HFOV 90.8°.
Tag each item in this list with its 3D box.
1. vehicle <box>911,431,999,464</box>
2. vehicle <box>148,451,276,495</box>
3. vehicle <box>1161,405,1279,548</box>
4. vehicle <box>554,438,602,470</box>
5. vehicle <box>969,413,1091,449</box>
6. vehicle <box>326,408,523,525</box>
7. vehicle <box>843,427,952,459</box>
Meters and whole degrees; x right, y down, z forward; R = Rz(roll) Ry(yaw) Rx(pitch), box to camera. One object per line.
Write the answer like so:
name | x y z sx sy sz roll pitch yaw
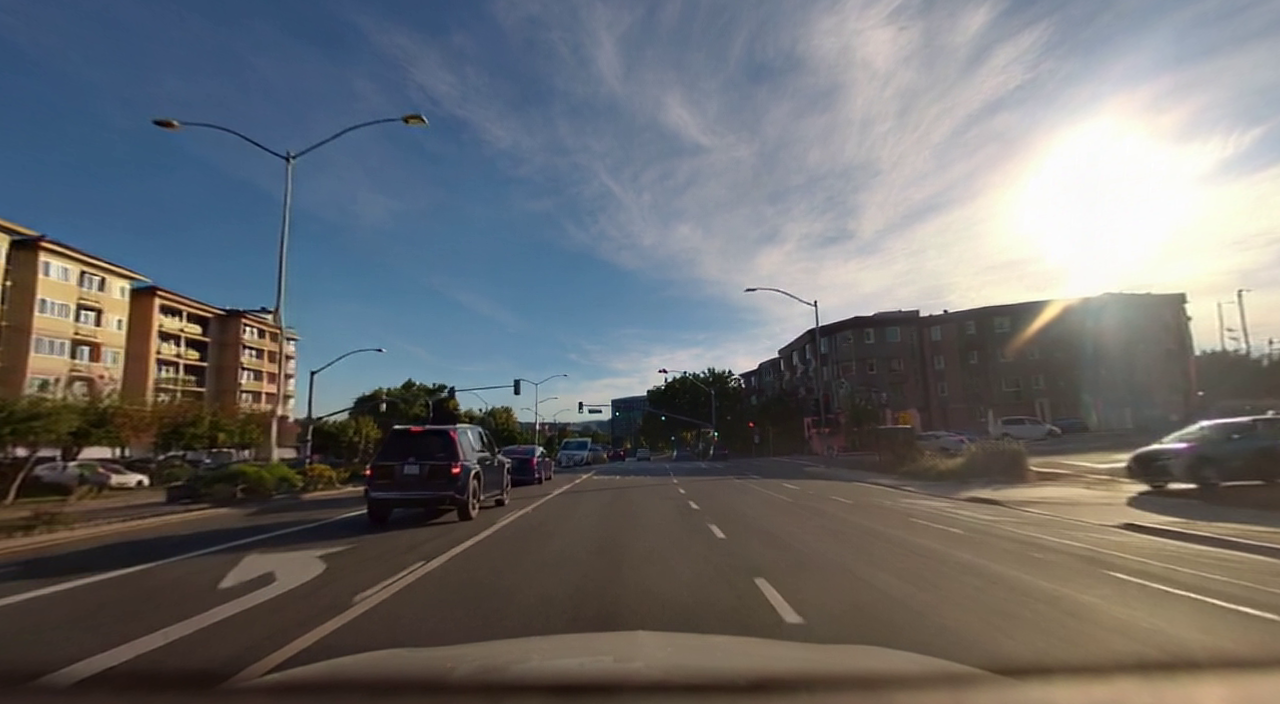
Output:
vehicle | 14.753 4.503 29.929 1.865 1.425 4.439 0 -8 0
vehicle | -15.979 4.509 23.895 1.835 1.448 4.208 0 -9 0
vehicle | 10.002 1.570 8.164 4.399 1.722 2.202 -3 -9 18
vehicle | -3.482 5.822 36.152 2.180 1.699 4.485 0 -8 1
vehicle | 23.134 4.739 37.672 5.656 1.985 2.187 -1 -9 3
vehicle | -3.970 2.230 12.786 2.220 1.888 4.904 0 -8 0
vehicle | 15.601 5.558 38.514 5.618 1.857 2.296 0 -9 -2
